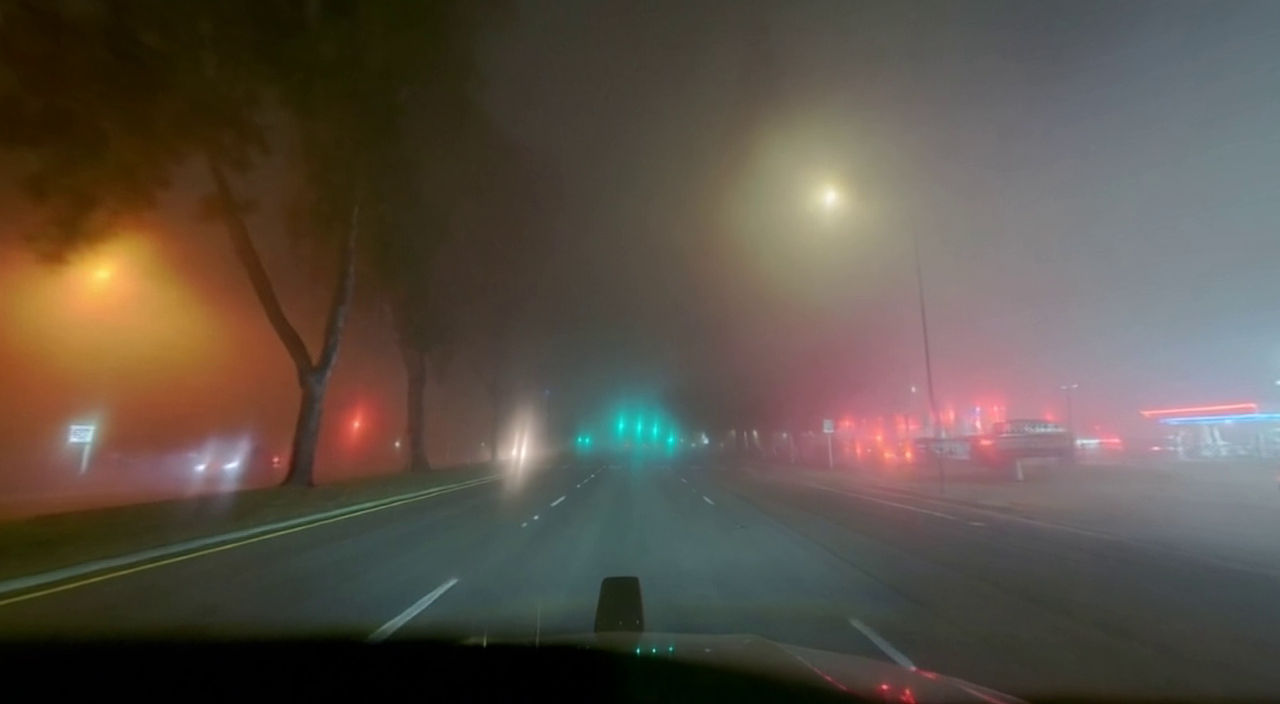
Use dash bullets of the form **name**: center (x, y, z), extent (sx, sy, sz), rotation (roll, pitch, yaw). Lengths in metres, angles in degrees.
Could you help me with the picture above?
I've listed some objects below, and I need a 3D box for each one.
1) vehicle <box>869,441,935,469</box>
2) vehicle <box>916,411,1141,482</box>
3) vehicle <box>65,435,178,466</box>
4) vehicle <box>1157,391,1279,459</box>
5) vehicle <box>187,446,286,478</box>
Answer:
- **vehicle**: center (14.837, 5.840, 36.042), extent (1.920, 1.471, 4.516), rotation (0, -8, 1)
- **vehicle**: center (13.312, 3.286, 22.058), extent (6.063, 2.313, 2.534), rotation (0, -8, 1)
- **vehicle**: center (-35.884, 6.815, 44.042), extent (2.667, 1.929, 6.076), rotation (-1, -8, 0)
- **vehicle**: center (38.035, 4.427, 37.753), extent (11.260, 3.858, 3.063), rotation (0, -9, 0)
- **vehicle**: center (-20.122, 5.461, 31.753), extent (1.846, 1.461, 4.674), rotation (0, -8, 1)
